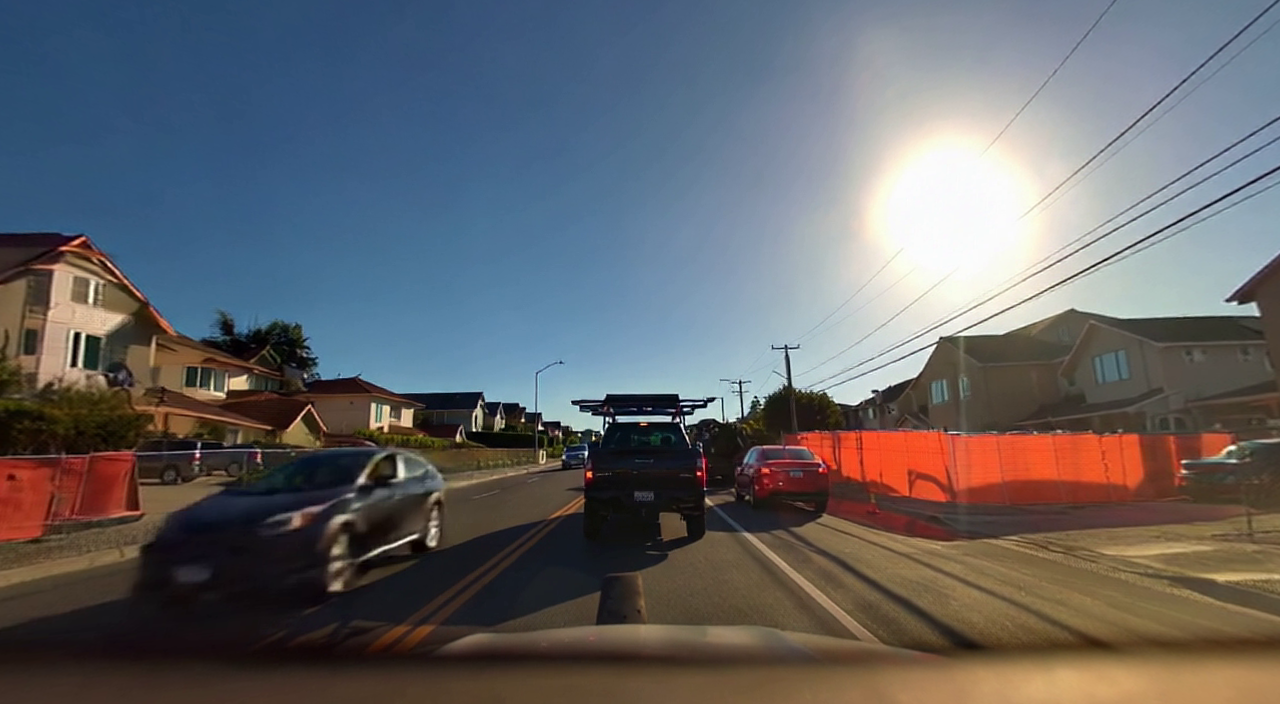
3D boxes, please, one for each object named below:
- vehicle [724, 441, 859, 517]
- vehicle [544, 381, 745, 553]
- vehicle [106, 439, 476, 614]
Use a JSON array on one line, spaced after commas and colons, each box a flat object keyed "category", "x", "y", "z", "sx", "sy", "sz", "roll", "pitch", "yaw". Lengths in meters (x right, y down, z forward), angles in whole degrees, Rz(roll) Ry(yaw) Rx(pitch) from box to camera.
[{"category": "vehicle", "x": 3.323, "y": 2.866, "z": 14.793, "sx": 2.010, "sy": 1.499, "sz": 4.481, "roll": 0, "pitch": -9, "yaw": -1}, {"category": "vehicle", "x": 0.079, "y": 2.050, "z": 11.902, "sx": 2.751, "sy": 2.361, "sz": 6.347, "roll": 0, "pitch": -9, "yaw": 0}, {"category": "vehicle", "x": -3.711, "y": 1.898, "z": 7.898, "sx": 2.010, "sy": 1.533, "sz": 4.495, "roll": 0, "pitch": -9, "yaw": 1}]
